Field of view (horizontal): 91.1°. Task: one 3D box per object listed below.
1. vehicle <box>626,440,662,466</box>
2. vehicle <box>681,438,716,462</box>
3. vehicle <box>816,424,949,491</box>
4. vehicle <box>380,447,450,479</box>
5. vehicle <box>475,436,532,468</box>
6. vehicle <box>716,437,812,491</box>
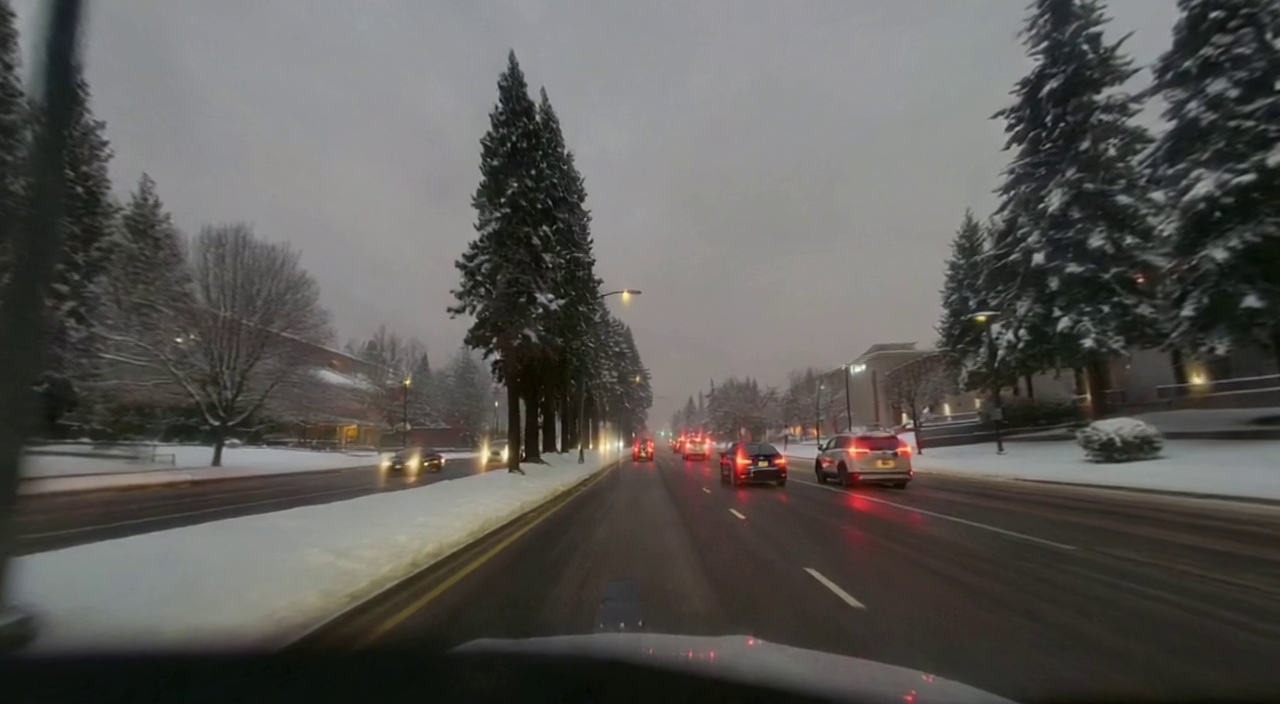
[{"bbox_3d":[0.254,6.216,38.669,2.111,1.506,4.018,0,-9,0],"label":"vehicle"},{"bbox_3d":[4.293,7.276,46.689,2.130,1.718,4.310,0,-9,-1],"label":"vehicle"},{"bbox_3d":[7.455,3.303,19.995,2.188,1.840,5.050,0,-9,0],"label":"vehicle"},{"bbox_3d":[-11.247,5.547,31.670,1.866,1.500,4.361,0,-9,1],"label":"vehicle"},{"bbox_3d":[-7.973,5.894,37.126,2.116,1.747,4.727,0,-9,2],"label":"vehicle"},{"bbox_3d":[3.731,3.463,19.763,2.010,1.490,4.639,0,-9,-1],"label":"vehicle"}]
